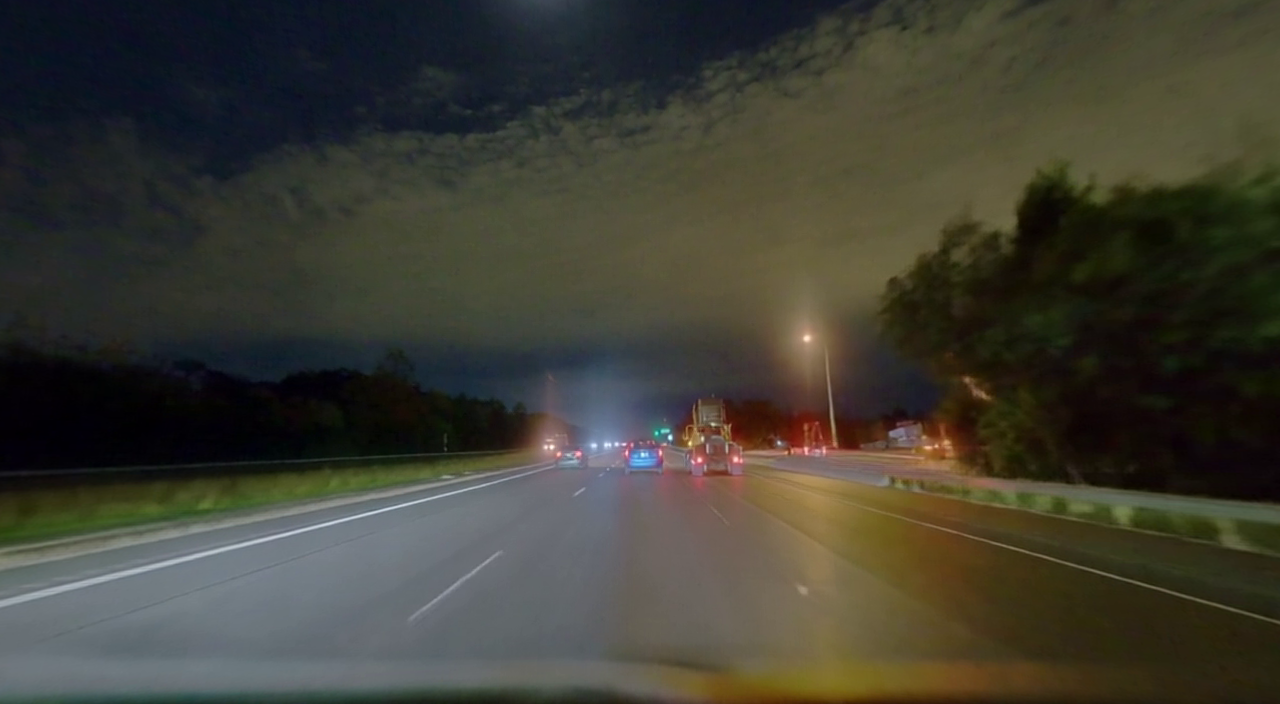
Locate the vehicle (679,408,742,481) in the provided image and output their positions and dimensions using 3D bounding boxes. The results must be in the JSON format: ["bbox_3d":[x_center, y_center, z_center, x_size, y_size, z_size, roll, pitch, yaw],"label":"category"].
[{"bbox_3d":[4.026,5.575,38.193,2.793,3.828,9.580,0,-8,1],"label":"vehicle"}]

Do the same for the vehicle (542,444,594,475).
[{"bbox_3d":[-3.601,5.471,32.441,2.096,1.469,4.319,0,-8,1],"label":"vehicle"}]

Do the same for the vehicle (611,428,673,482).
[{"bbox_3d":[0.083,4.208,25.960,2.308,1.993,4.631,0,-8,1],"label":"vehicle"}]
